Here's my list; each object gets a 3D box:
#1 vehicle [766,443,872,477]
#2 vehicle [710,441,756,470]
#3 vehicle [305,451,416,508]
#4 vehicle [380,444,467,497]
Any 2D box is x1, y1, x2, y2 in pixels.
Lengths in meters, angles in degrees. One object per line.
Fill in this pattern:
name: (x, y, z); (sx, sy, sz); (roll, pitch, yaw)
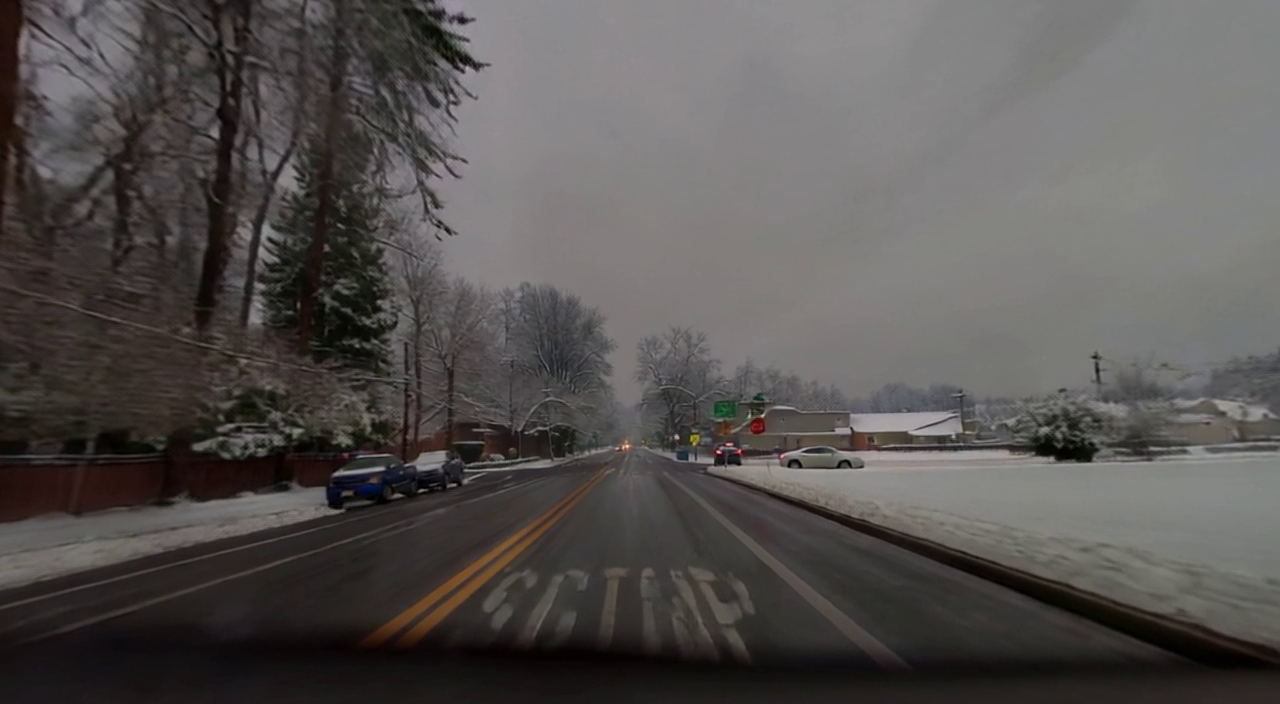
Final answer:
vehicle: (8.121, 4.942, 28.925); (4.438, 1.466, 1.943); (-2, -9, 9)
vehicle: (5.714, 6.410, 39.206); (2.096, 1.713, 4.606); (0, -9, -1)
vehicle: (-9.267, 4.207, 21.296); (1.998, 1.684, 4.180); (0, -9, -3)
vehicle: (-9.440, 5.148, 27.976); (2.181, 1.938, 4.931); (-2, -7, 0)
